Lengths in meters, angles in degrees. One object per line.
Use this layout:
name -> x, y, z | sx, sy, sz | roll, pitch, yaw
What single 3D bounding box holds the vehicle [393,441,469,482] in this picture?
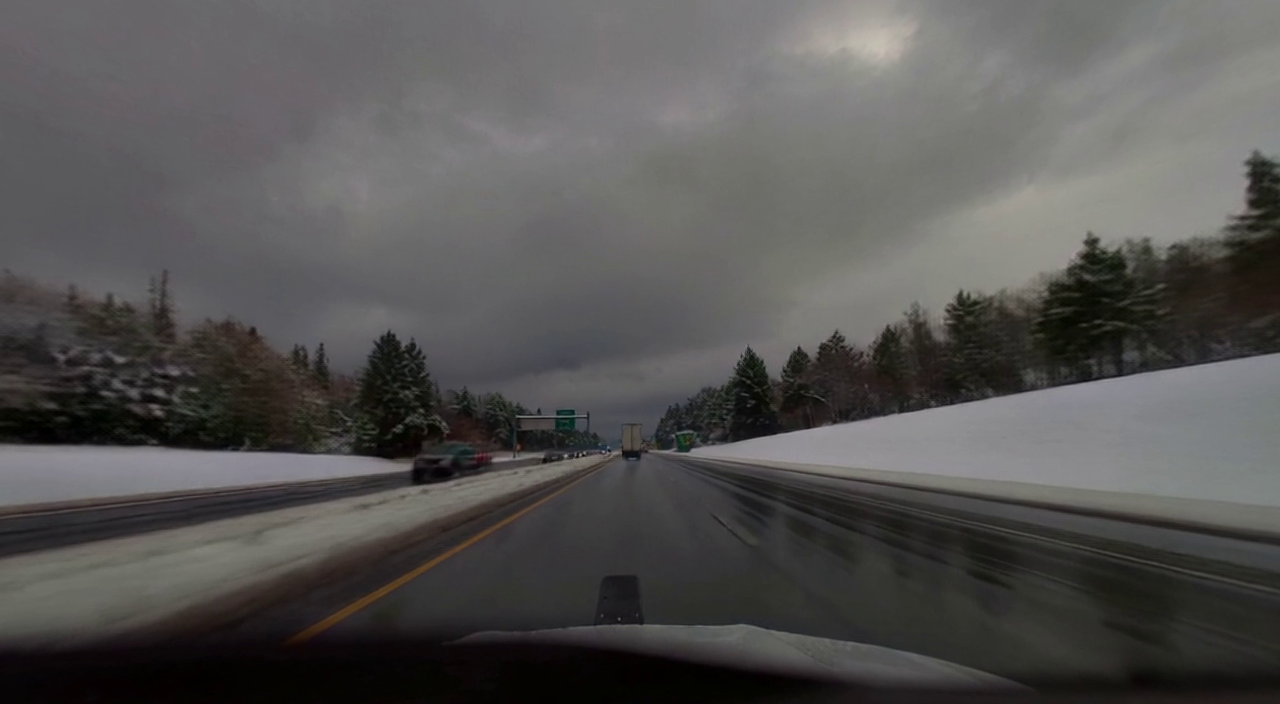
vehicle -> -9.916, 5.215, 30.188 | 2.060, 1.779, 4.631 | 0, -9, 0
